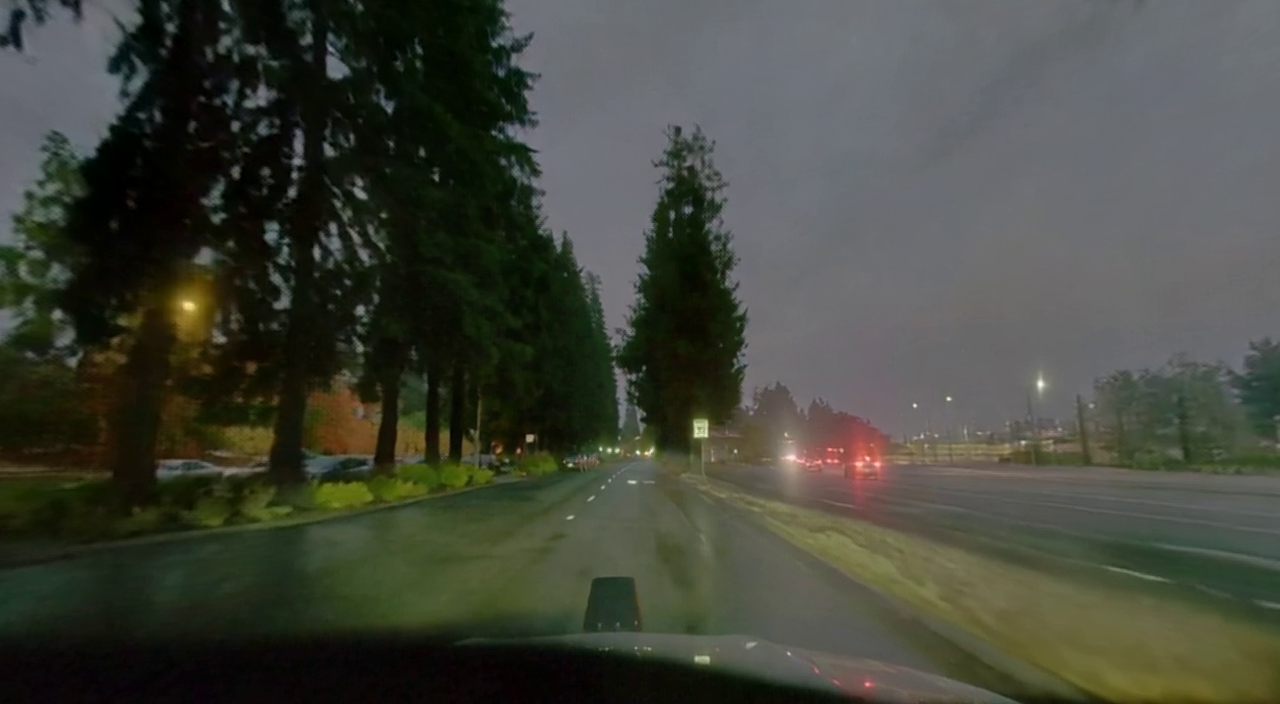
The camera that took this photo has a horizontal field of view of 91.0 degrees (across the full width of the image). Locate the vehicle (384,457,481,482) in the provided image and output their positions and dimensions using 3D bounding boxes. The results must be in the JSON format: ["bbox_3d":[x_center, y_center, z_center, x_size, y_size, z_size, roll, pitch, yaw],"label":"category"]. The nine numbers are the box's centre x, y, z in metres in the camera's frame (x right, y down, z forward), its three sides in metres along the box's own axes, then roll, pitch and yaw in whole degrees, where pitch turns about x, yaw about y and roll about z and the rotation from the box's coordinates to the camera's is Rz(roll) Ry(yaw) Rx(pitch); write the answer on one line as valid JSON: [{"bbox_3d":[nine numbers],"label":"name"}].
[{"bbox_3d":[-12.809,7.269,39.044,5.300,1.432,1.951,1,-9,0],"label":"vehicle"}]

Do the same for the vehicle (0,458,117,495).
[{"bbox_3d":[-26.614,5.463,27.799,5.024,1.494,2.242,0,-8,0],"label":"vehicle"}]

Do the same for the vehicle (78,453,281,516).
[{"bbox_3d":[-13.569,3.911,18.779,4.422,1.694,2.026,0,-8,1],"label":"vehicle"}]
